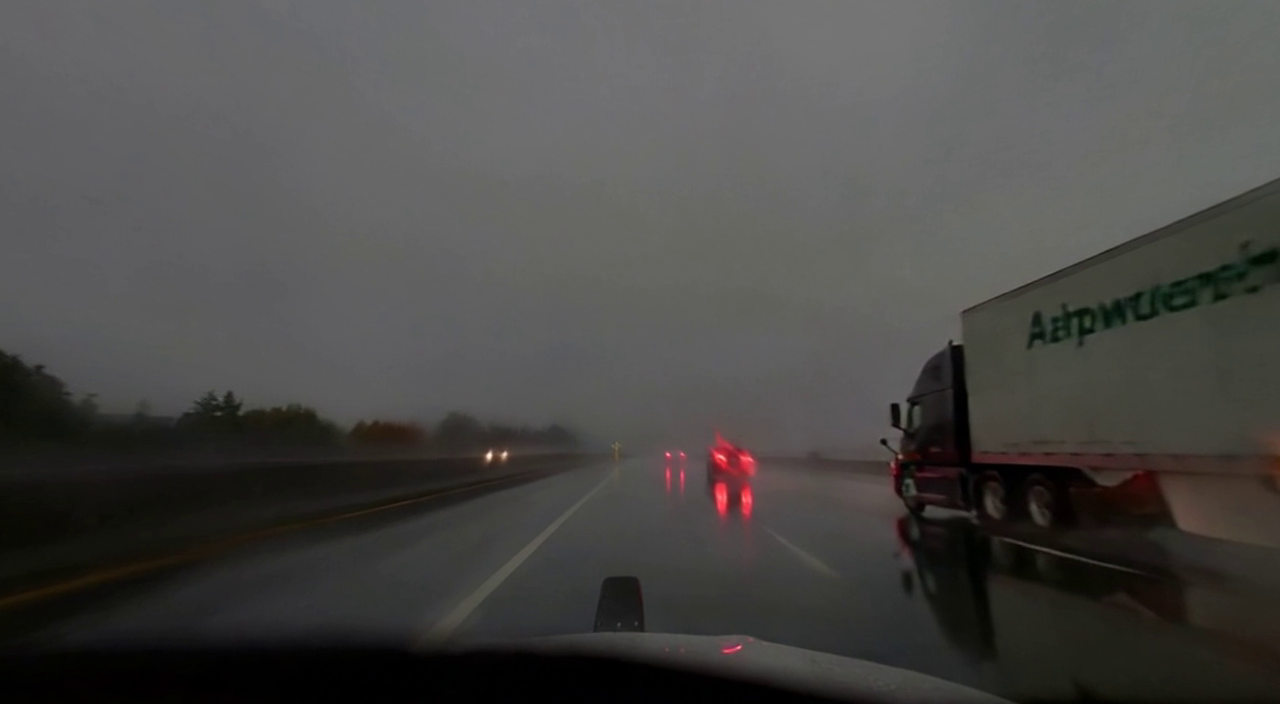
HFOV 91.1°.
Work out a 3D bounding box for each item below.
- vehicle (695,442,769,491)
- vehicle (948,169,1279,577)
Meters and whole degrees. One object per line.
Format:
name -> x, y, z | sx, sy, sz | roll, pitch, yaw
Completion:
vehicle -> 3.216, 4.078, 22.677 | 2.024, 1.579, 3.707 | 0, -9, -1
vehicle -> 7.888, 0.126, 5.831 | 2.907, 4.042, 13.858 | 0, -9, -1
